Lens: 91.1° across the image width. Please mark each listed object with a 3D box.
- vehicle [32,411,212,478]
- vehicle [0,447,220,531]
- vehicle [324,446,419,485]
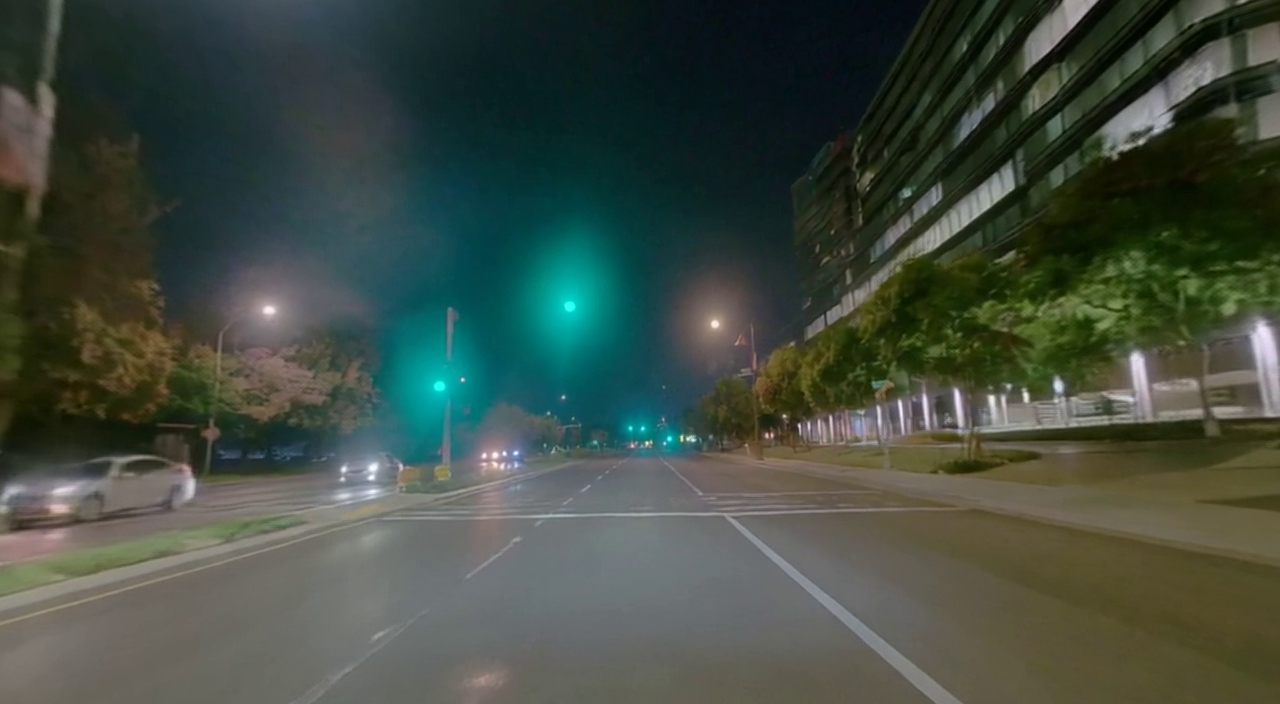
[{"bbox_3d":[-30.634,5.580,37.928,2.818,3.500,8.930,0,-8,3],"label":"vehicle"},{"bbox_3d":[-11.642,2.831,13.683,1.712,1.459,4.614,0,-8,1],"label":"vehicle"},{"bbox_3d":[-11.289,4.784,26.839,2.058,1.453,4.580,0,-8,0],"label":"vehicle"}]
